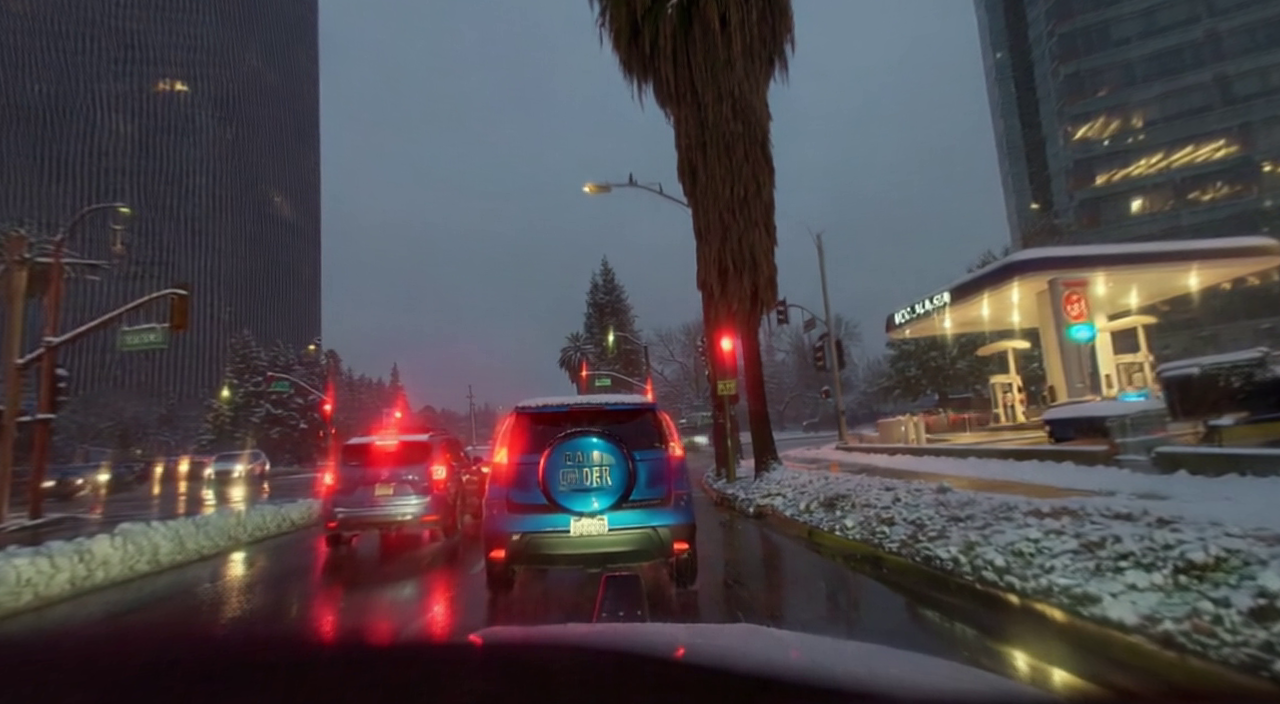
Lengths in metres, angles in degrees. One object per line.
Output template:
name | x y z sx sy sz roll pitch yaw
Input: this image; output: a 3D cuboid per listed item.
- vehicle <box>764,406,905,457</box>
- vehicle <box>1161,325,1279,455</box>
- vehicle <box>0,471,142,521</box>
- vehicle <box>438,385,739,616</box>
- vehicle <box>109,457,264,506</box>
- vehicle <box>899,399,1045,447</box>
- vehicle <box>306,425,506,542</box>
vehicle | 8.247 3.435 27.129 5.307 2.076 2.122 0 -8 -5
vehicle | 9.971 0.557 8.406 4.374 1.571 1.963 0 -8 -4
vehicle | -22.633 5.523 24.462 4.660 1.708 2.331 0 -8 0
vehicle | -0.591 1.591 7.821 2.519 1.913 4.819 0 -8 -4
vehicle | -19.869 5.665 27.879 5.026 1.958 2.193 0 -8 -3
vehicle | 14.277 3.114 27.424 5.033 1.999 2.259 0 -8 -3
vehicle | -3.966 2.297 11.851 2.097 1.692 5.030 0 -8 -4
